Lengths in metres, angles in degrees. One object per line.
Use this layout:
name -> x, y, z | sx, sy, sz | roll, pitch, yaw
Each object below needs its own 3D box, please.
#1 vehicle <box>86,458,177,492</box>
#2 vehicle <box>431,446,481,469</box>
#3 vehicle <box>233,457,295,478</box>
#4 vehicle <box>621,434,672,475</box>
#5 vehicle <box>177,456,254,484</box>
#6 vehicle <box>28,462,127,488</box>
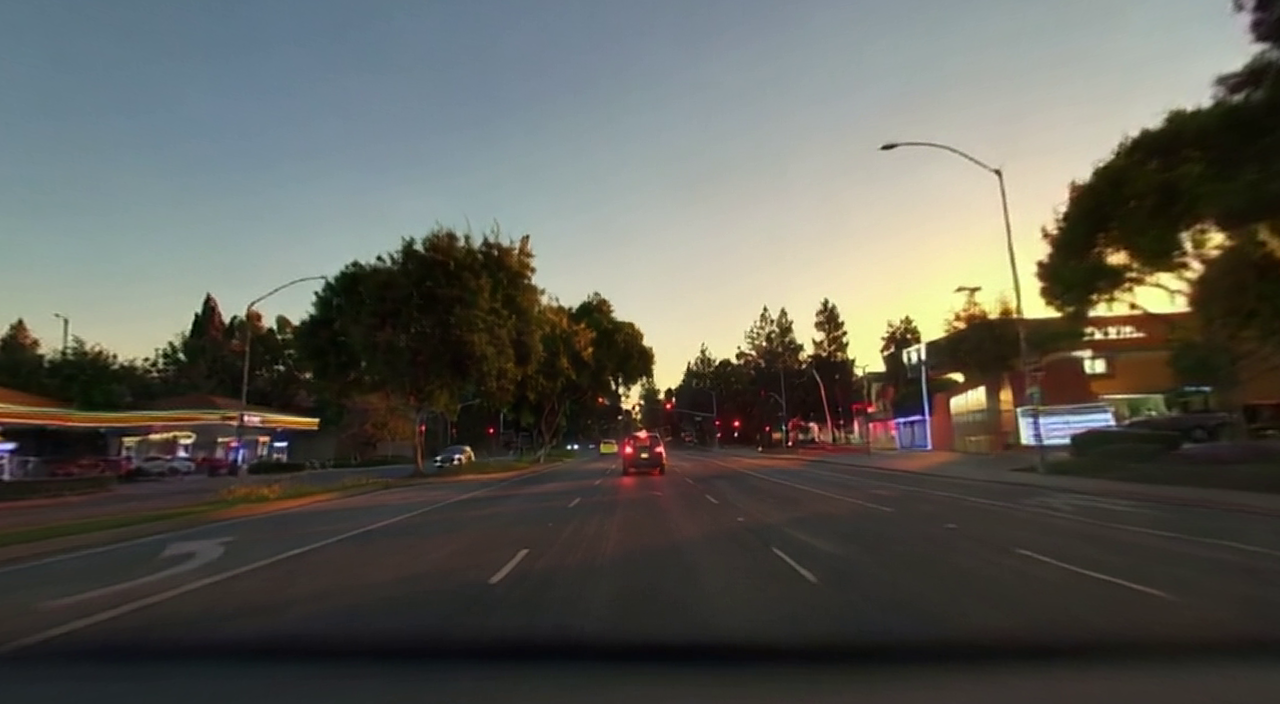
vehicle -> -28.052, 6.702, 34.689 | 4.662, 1.677, 2.026 | -5, -9, 27
vehicle -> -12.355, 7.113, 42.605 | 1.911, 1.489, 4.423 | -1, -8, 2
vehicle -> -28.560, 8.754, 47.774 | 4.538, 1.469, 1.912 | -5, -10, 29
vehicle -> 0.288, 4.743, 29.317 | 2.213, 1.715, 4.242 | 0, -9, 0
vehicle -> -28.088, 7.748, 41.623 | 4.428, 1.708, 1.952 | -4, -9, 21
vehicle -> -38.238, 8.353, 42.945 | 4.536, 1.613, 2.000 | 4, -9, -25
